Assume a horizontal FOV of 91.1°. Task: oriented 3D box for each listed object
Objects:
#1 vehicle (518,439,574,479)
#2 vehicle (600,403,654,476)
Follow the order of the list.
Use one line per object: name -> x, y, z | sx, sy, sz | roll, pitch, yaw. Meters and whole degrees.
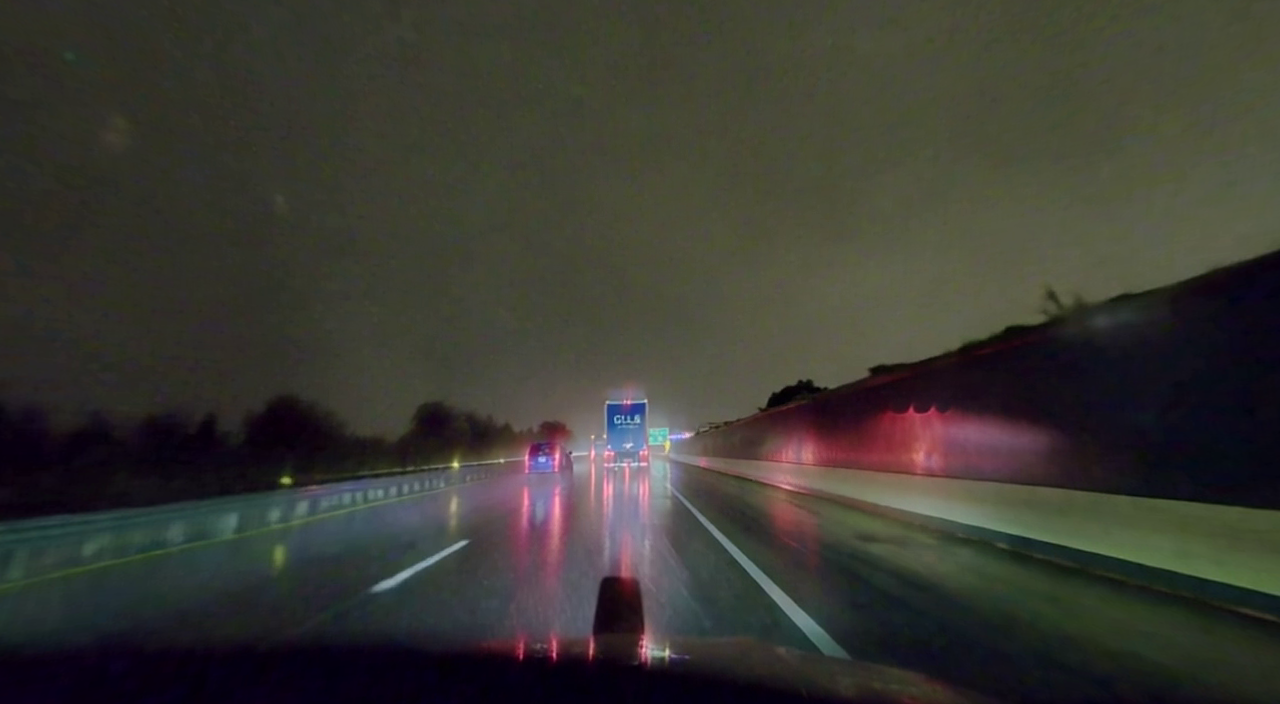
vehicle -> -4.891, 5.694, 33.601 | 2.226, 1.935, 5.130 | 0, -9, 0
vehicle -> -0.822, 5.554, 39.437 | 2.923, 4.007, 9.760 | 0, -9, -1
